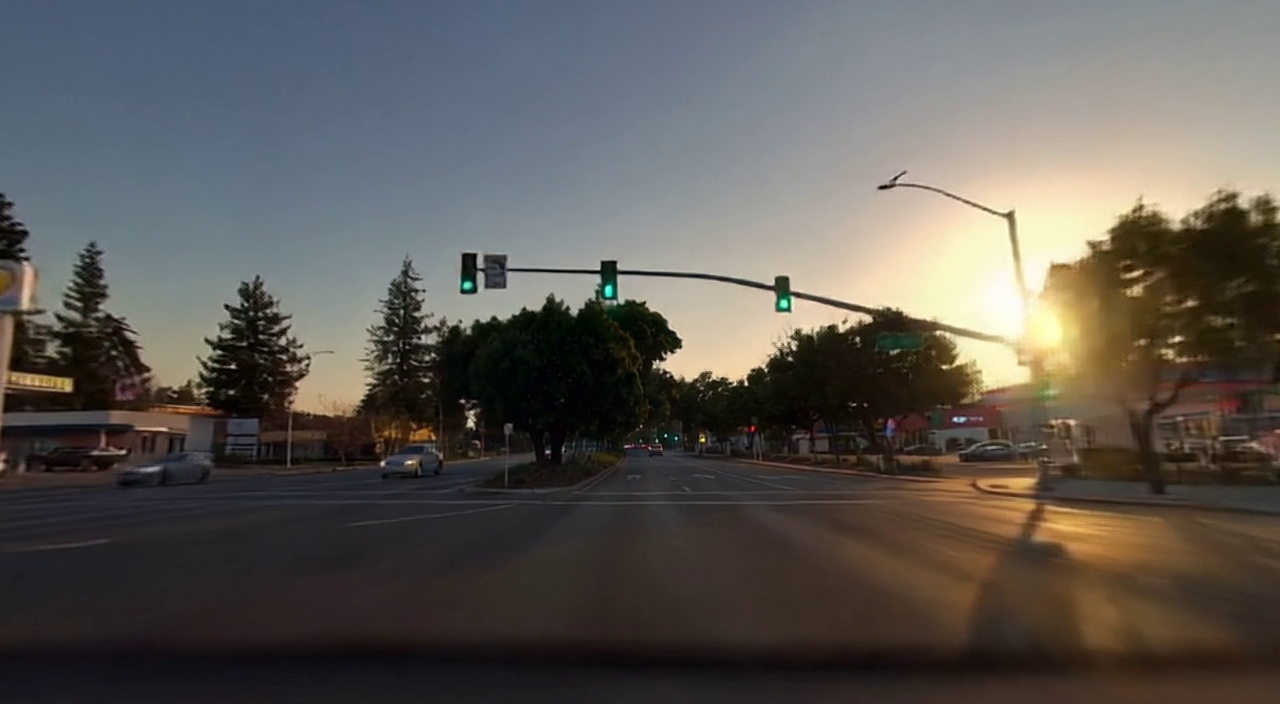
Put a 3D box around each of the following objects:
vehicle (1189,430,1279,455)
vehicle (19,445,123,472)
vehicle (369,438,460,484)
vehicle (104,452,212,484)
[{"bbox_3d":[39.720,6.076,42.220,1.929,1.589,4.430,0,-8,-2],"label":"vehicle"},{"bbox_3d":[-43.904,8.207,48.987,2.394,1.887,5.679,-1,-8,6],"label":"vehicle"},{"bbox_3d":[-8.497,4.175,24.224,1.913,1.478,4.312,-4,-10,0],"label":"vehicle"},{"bbox_3d":[-25.252,6.090,33.361,1.866,1.486,4.661,0,-8,3],"label":"vehicle"}]
